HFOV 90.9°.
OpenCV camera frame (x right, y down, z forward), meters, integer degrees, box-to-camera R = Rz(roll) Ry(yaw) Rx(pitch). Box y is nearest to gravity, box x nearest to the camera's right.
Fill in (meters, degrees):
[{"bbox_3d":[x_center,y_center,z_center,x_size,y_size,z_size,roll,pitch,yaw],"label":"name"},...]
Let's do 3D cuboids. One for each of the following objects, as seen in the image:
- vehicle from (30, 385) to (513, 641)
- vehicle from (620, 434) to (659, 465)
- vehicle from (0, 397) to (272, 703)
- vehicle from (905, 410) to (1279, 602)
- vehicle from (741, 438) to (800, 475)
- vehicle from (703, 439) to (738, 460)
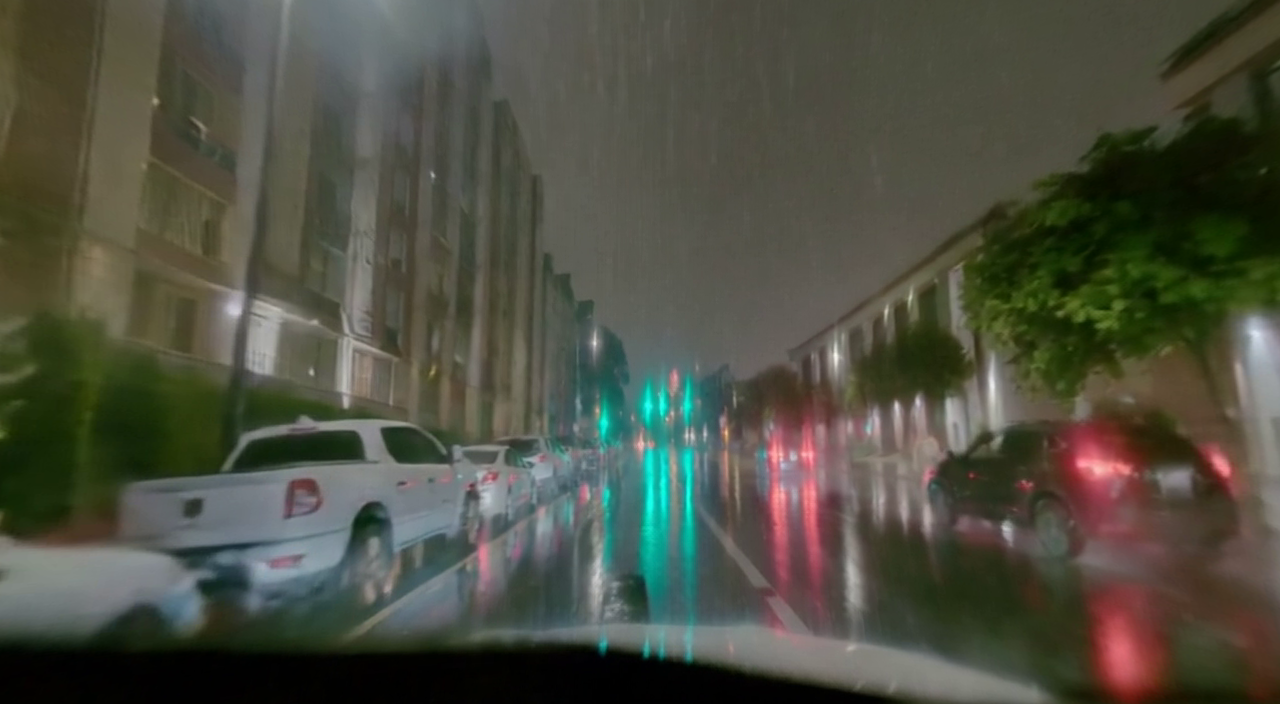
[{"bbox_3d":[-2.936,1.412,6.576,2.143,1.687,4.602,-1,-8,2],"label":"vehicle"},{"bbox_3d":[-0.036,5.612,36.470,2.122,1.689,3.885,0,-8,0],"label":"vehicle"},{"bbox_3d":[-3.028,0.783,1.276,1.843,1.482,4.310,-1,-8,2],"label":"vehicle"},{"bbox_3d":[5.010,1.605,7.454,1.891,1.599,4.173,0,-8,0],"label":"vehicle"},{"bbox_3d":[5.609,4.532,27.507,1.799,1.463,3.464,0,-8,0],"label":"vehicle"},{"bbox_3d":[5.839,7.169,46.357,1.917,1.467,4.452,0,-8,-1],"label":"vehicle"}]
